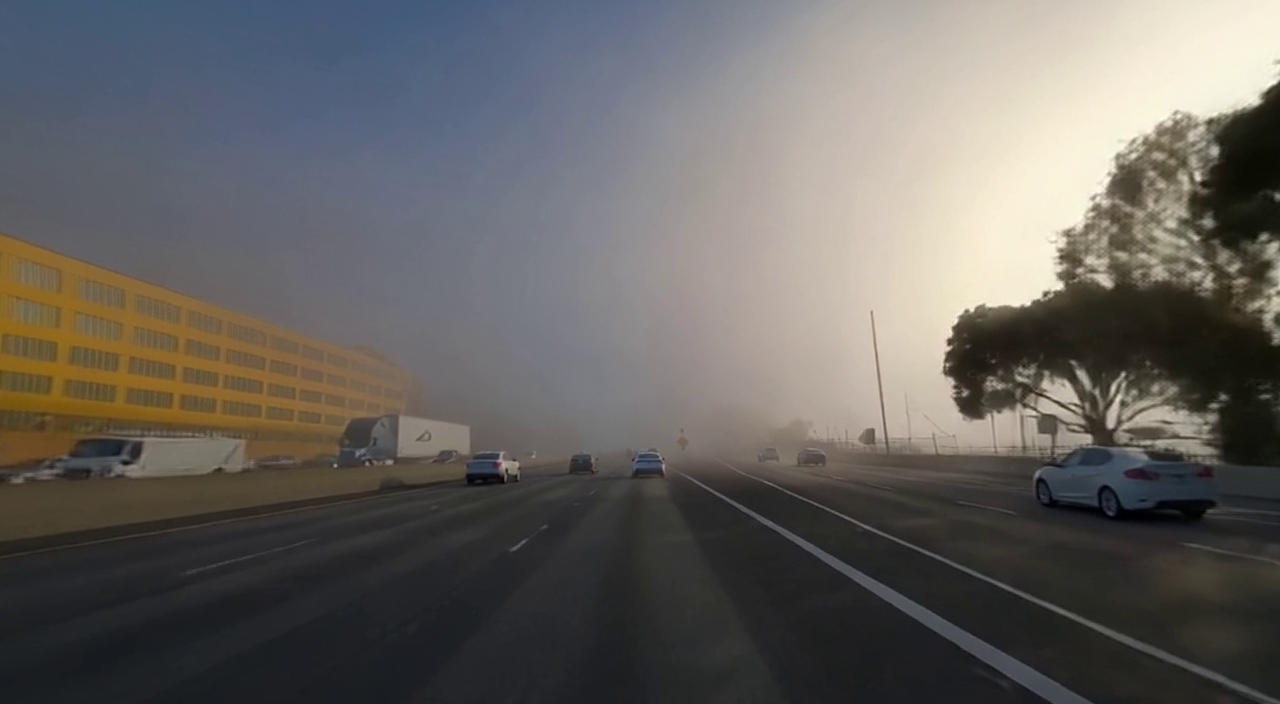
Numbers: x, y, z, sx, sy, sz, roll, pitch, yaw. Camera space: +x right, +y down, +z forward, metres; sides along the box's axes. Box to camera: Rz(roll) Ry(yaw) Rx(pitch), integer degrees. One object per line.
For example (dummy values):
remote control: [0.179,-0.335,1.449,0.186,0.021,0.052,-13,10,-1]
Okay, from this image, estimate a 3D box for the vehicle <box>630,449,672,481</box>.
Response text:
vehicle: [0.576,6.091,34.249,2.107,1.538,3.999,-1,-8,0]

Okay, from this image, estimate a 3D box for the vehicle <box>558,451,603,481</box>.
vehicle: [-3.319,6.436,35.972,2.059,1.508,4.662,-1,-8,1]

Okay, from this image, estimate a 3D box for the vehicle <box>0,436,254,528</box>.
vehicle: [-13.010,3.185,16.312,2.283,1.915,5.774,-1,-8,1]

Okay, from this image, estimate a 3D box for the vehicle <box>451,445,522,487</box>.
vehicle: [-7.169,5.358,30.098,2.106,1.827,4.814,-1,-8,1]

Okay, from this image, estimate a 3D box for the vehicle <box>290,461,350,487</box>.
vehicle: [-20.427,7.779,40.408,1.782,1.449,3.904,-1,-9,0]

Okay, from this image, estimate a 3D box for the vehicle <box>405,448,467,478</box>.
vehicle: [-12.862,6.991,40.197,2.249,1.715,5.424,-1,-8,-1]

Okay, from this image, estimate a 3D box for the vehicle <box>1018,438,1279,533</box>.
vehicle: [9.717,2.481,12.436,1.966,1.484,4.610,-1,-8,5]

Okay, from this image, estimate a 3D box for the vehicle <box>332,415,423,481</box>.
vehicle: [-16.886,6.252,41.210,2.969,3.910,6.683,-1,-8,0]
